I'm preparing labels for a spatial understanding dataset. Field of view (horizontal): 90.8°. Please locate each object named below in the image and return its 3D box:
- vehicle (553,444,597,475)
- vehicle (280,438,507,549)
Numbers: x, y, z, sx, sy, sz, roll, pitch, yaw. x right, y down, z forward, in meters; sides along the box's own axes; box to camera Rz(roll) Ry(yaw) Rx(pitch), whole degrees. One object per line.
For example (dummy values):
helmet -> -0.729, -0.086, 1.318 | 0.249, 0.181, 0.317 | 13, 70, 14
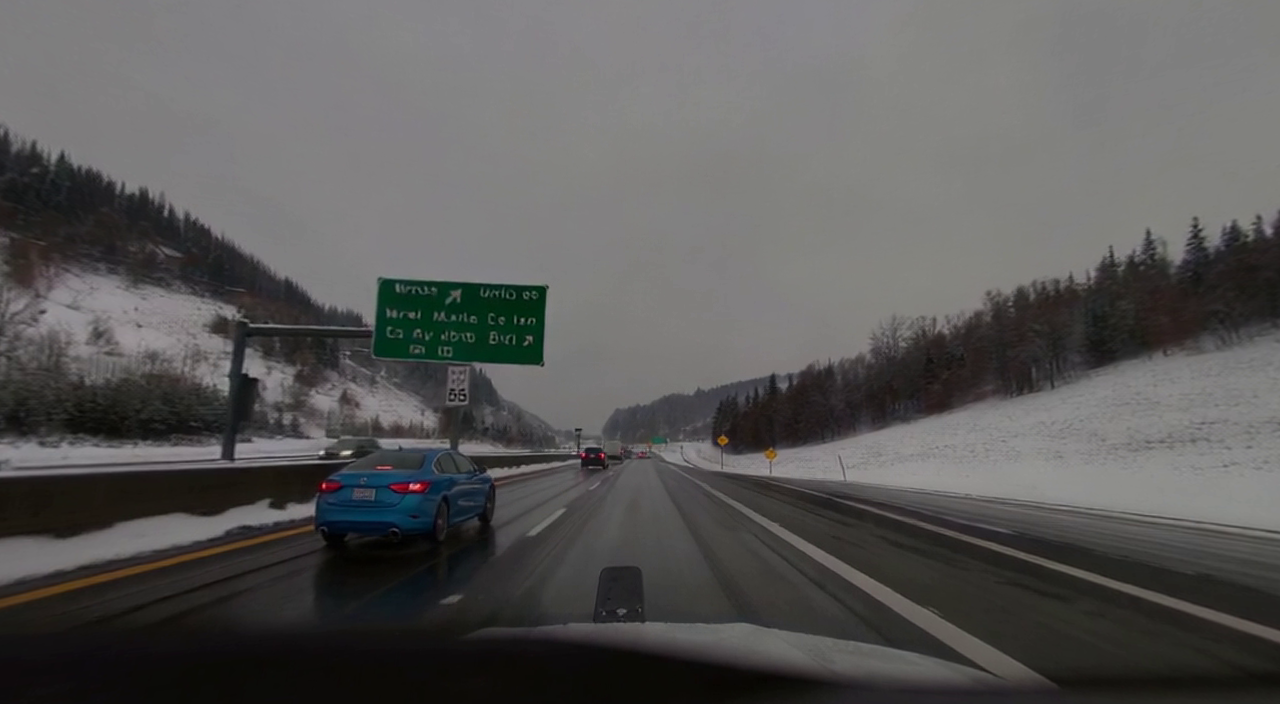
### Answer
vehicle -> -3.676, 6.177, 36.437 | 2.073, 1.694, 4.162 | 0, -9, 1
vehicle -> -3.744, 2.234, 10.654 | 1.988, 1.440, 4.504 | 0, -9, 0
